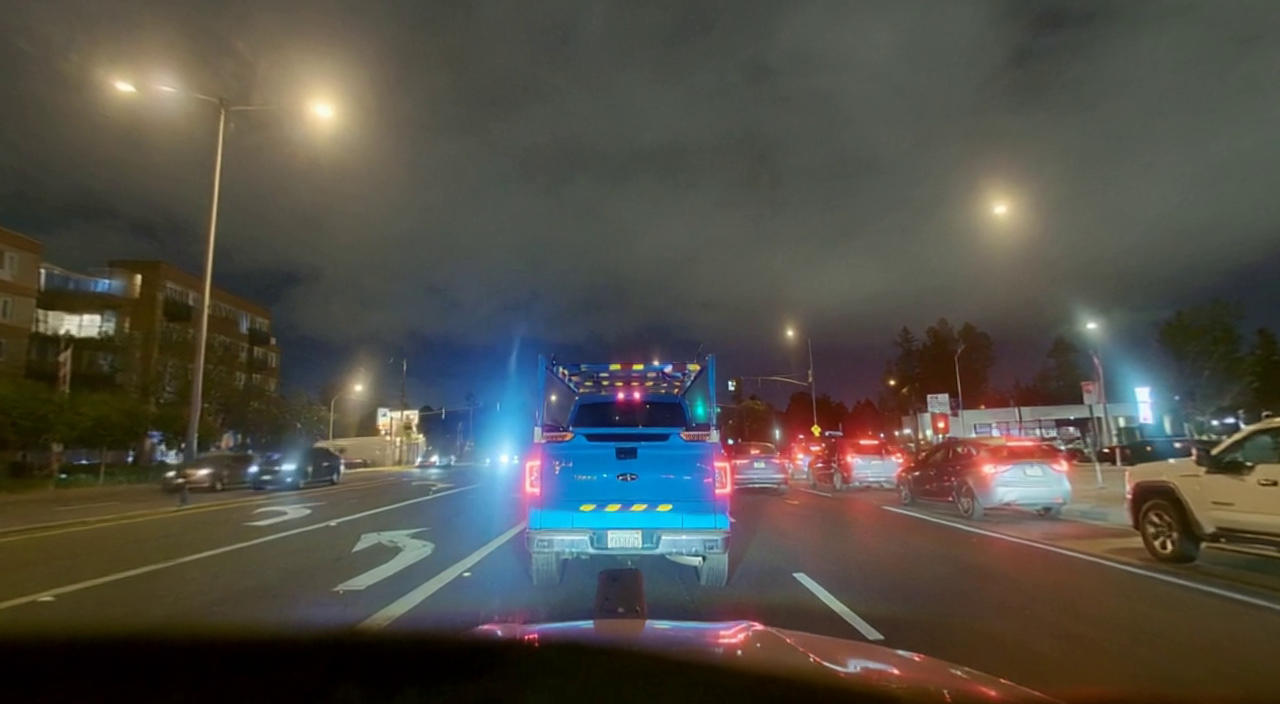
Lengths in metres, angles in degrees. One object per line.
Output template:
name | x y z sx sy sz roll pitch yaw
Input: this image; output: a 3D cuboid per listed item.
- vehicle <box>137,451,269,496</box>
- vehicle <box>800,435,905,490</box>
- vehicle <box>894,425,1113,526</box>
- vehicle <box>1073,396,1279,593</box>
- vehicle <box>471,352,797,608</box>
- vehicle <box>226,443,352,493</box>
vehicle | -16.041 4.442 23.521 1.805 1.466 4.341 0 -9 0
vehicle | 7.066 3.733 21.592 1.953 1.665 4.327 0 -9 -2
vehicle | 7.075 2.432 12.968 1.931 1.692 4.267 0 -9 0
vehicle | 6.812 1.346 6.106 2.023 1.771 4.488 0 -9 0
vehicle | -0.100 1.475 8.170 2.682 2.117 5.706 0 -9 -1
vehicle | -12.381 4.102 22.695 1.928 1.591 4.509 0 -9 0
